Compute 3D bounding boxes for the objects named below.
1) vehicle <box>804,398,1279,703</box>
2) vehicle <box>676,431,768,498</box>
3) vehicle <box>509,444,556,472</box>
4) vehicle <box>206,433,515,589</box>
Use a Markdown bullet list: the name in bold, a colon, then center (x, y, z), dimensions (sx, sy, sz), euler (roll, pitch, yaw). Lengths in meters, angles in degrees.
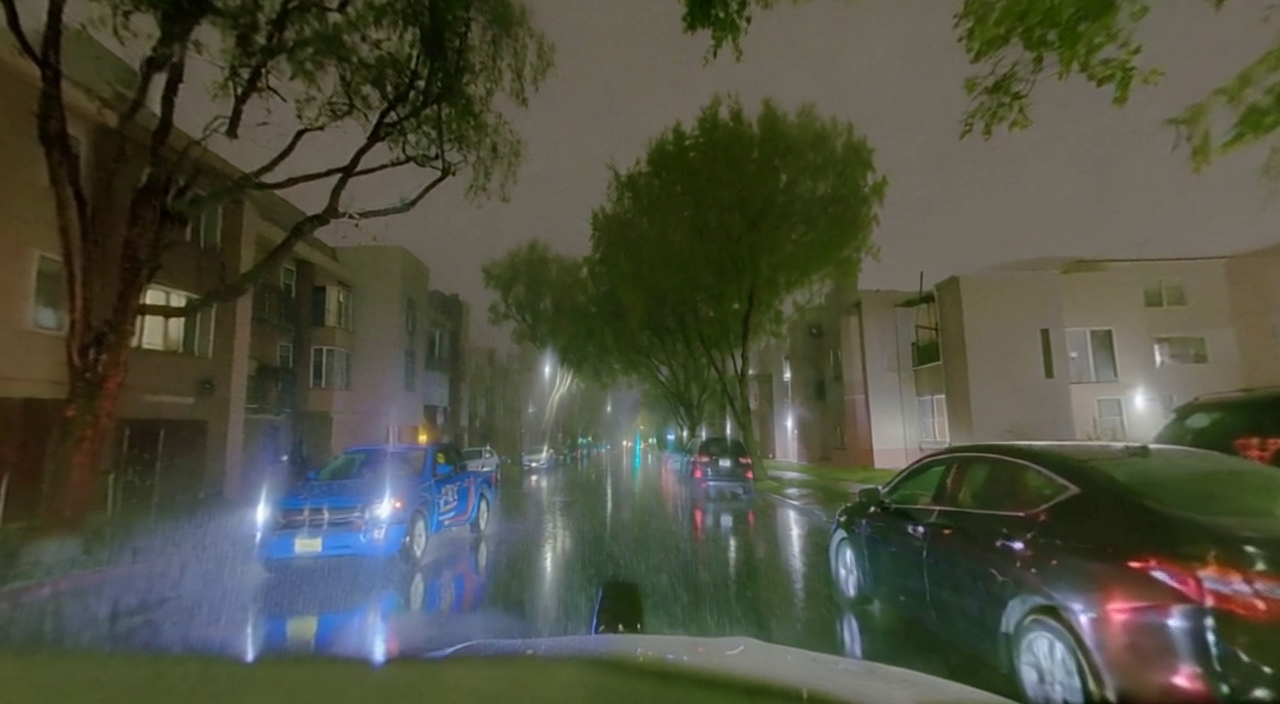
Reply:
- **vehicle**: center (2.603, 1.145, 3.596), dimensions (1.845, 1.479, 4.727), euler (0, -8, -3)
- **vehicle**: center (2.174, 3.115, 17.862), dimensions (1.878, 1.664, 4.033), euler (0, -8, -3)
- **vehicle**: center (-6.411, 6.372, 38.175), dimensions (1.959, 1.490, 4.361), euler (0, -7, 1)
- **vehicle**: center (-3.231, 1.901, 8.522), dimensions (1.966, 1.515, 4.394), euler (0, -8, 3)
